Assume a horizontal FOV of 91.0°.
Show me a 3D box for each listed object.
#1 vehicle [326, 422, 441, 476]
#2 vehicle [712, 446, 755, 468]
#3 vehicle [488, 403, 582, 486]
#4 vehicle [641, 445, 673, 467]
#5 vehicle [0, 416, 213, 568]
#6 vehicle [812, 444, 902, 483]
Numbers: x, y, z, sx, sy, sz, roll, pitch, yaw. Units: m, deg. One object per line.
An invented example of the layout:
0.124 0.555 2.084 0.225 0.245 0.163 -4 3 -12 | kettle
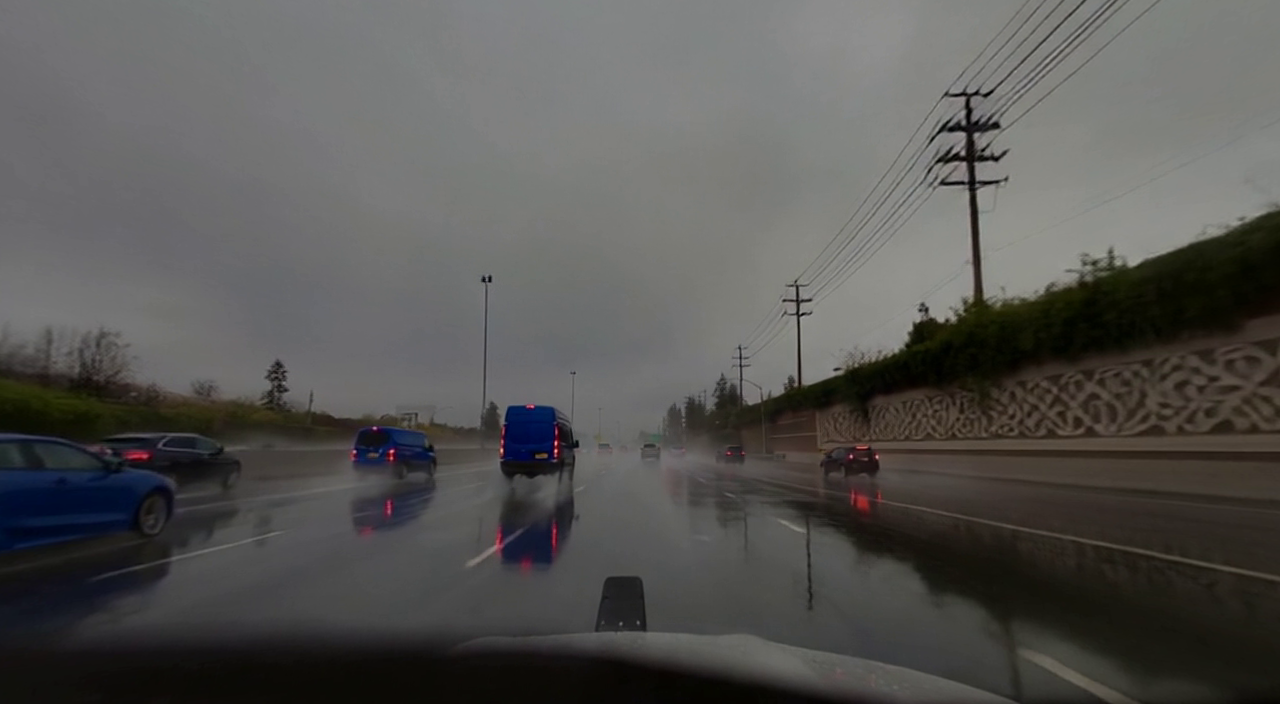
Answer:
-11.379 4.402 28.630 2.596 2.162 6.328 0 -9 0 | vehicle
6.611 7.500 45.106 2.095 1.504 4.536 0 -9 -4 | vehicle
-3.658 3.438 23.313 2.395 2.660 5.827 0 -9 1 | vehicle
1.173 7.477 45.394 2.084 1.492 4.137 0 -9 -1 | vehicle
-7.484 1.564 7.281 1.967 1.525 4.458 0 -9 0 | vehicle
9.007 4.660 26.592 2.052 1.470 4.364 0 -9 -3 | vehicle
